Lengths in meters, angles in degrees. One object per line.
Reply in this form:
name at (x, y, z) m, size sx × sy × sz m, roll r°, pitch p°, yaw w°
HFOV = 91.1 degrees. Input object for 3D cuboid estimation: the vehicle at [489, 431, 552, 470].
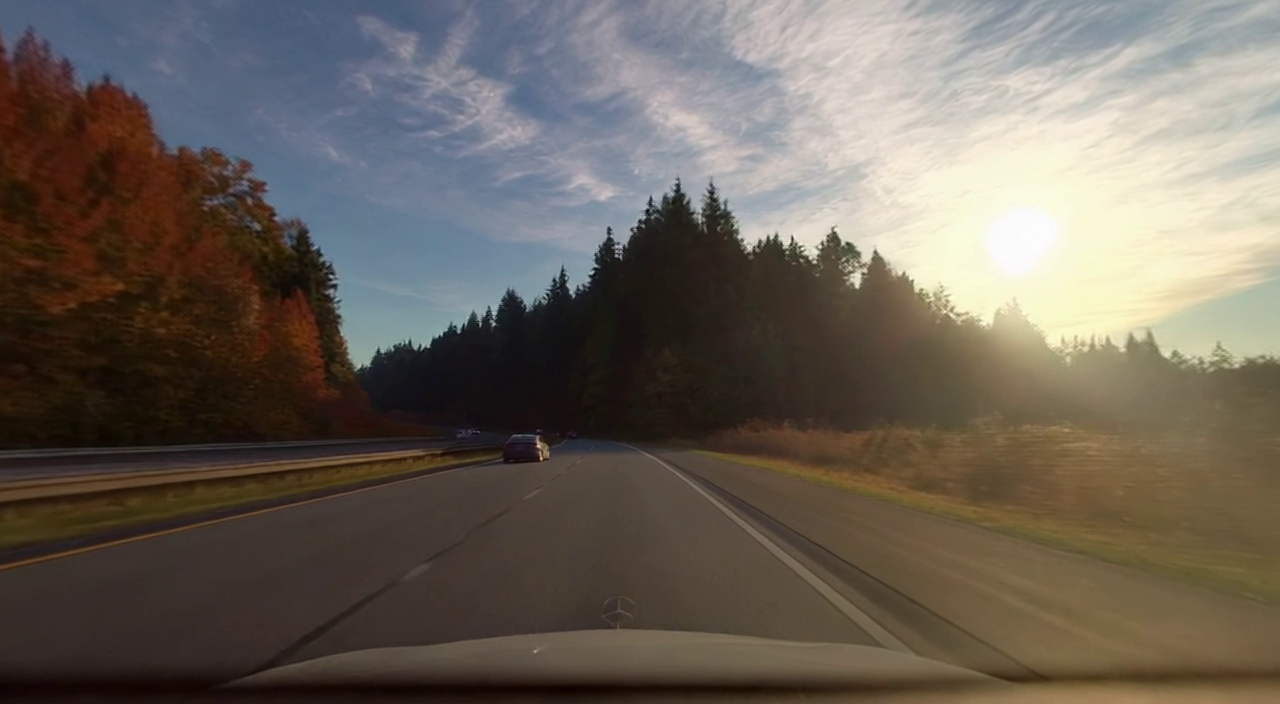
vehicle at (-5.207, 4.344, 28.047) m, size 2.073 × 1.559 × 4.393 m, roll 0°, pitch -8°, yaw -2°
